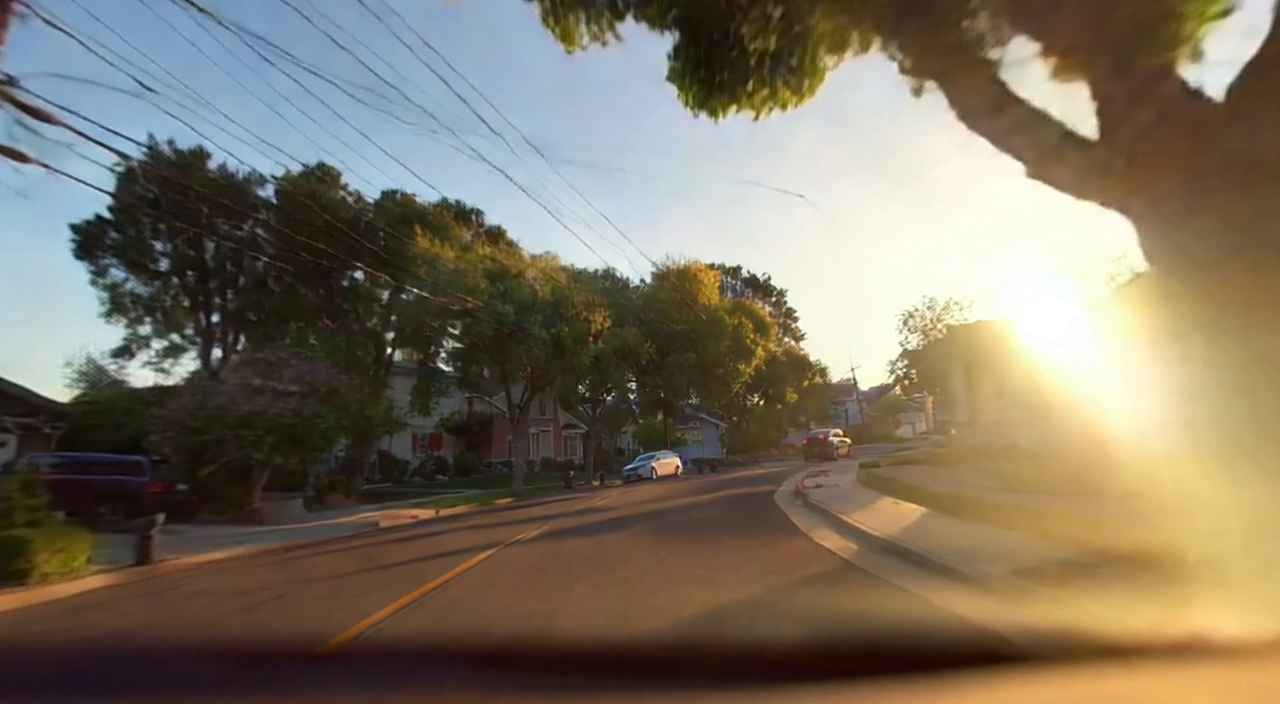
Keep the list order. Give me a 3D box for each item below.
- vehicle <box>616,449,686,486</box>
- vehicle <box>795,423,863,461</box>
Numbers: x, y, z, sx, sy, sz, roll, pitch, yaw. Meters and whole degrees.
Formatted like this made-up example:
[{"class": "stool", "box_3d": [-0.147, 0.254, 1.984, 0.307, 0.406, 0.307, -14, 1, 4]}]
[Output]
[{"class": "vehicle", "box_3d": [0.721, 6.644, 36.611, 2.039, 1.949, 4.511, -5, -10, 32]}, {"class": "vehicle", "box_3d": [10.883, 5.149, 36.075, 2.086, 1.974, 4.890, -6, -10, 36]}]
